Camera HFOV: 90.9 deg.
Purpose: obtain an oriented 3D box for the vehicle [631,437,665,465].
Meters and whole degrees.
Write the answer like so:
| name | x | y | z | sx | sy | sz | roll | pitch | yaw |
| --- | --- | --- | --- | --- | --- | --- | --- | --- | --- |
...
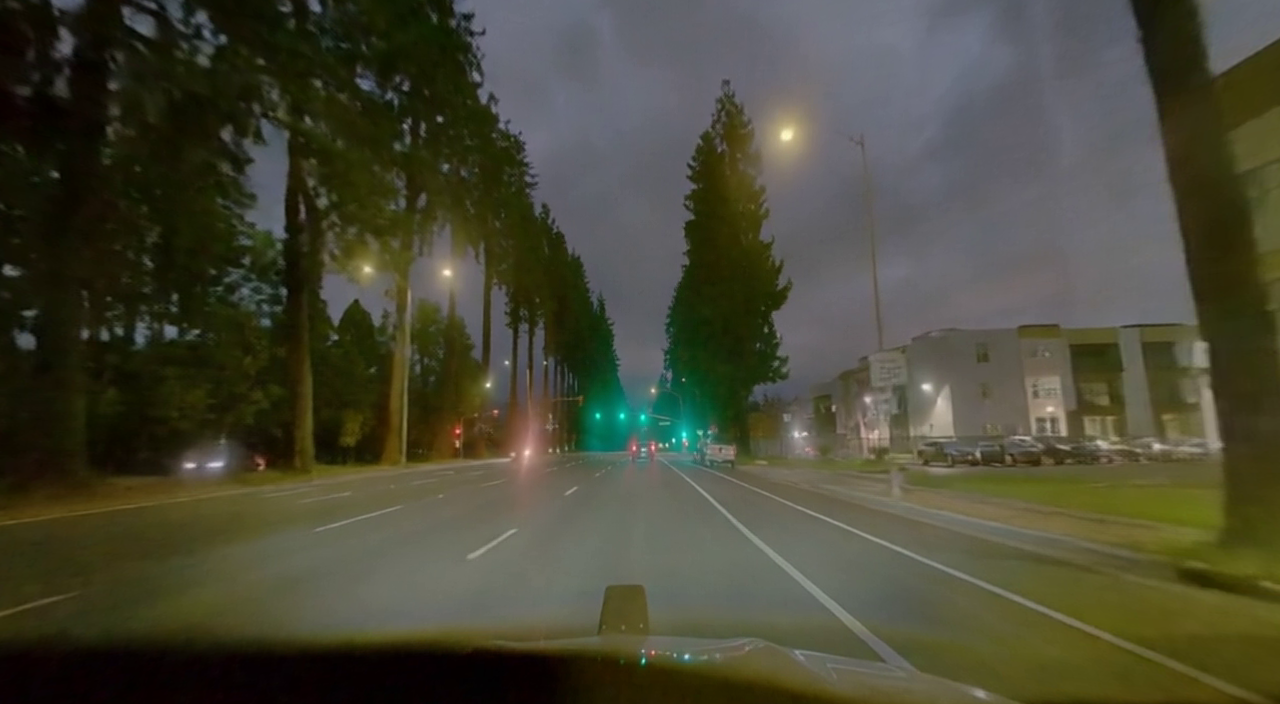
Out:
| name | x | y | z | sx | sy | sz | roll | pitch | yaw |
| --- | --- | --- | --- | --- | --- | --- | --- | --- | --- |
| vehicle | 0.553 | 6.771 | 43.277 | 2.169 | 1.751 | 4.276 | 0 | -8 | 1 |

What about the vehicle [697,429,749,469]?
| name | x | y | z | sx | sy | sz | roll | pitch | yaw |
| --- | --- | --- | --- | --- | --- | --- | --- | --- | --- |
| vehicle | 4.702 | 5.614 | 36.685 | 2.162 | 2.080 | 6.515 | 0 | -8 | 0 |

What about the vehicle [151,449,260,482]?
| name | x | y | z | sx | sy | sz | roll | pitch | yaw |
| --- | --- | --- | --- | --- | --- | --- | --- | --- | --- |
| vehicle | -21.022 | 5.472 | 30.740 | 2.005 | 1.470 | 4.520 | -1 | -8 | 2 |
